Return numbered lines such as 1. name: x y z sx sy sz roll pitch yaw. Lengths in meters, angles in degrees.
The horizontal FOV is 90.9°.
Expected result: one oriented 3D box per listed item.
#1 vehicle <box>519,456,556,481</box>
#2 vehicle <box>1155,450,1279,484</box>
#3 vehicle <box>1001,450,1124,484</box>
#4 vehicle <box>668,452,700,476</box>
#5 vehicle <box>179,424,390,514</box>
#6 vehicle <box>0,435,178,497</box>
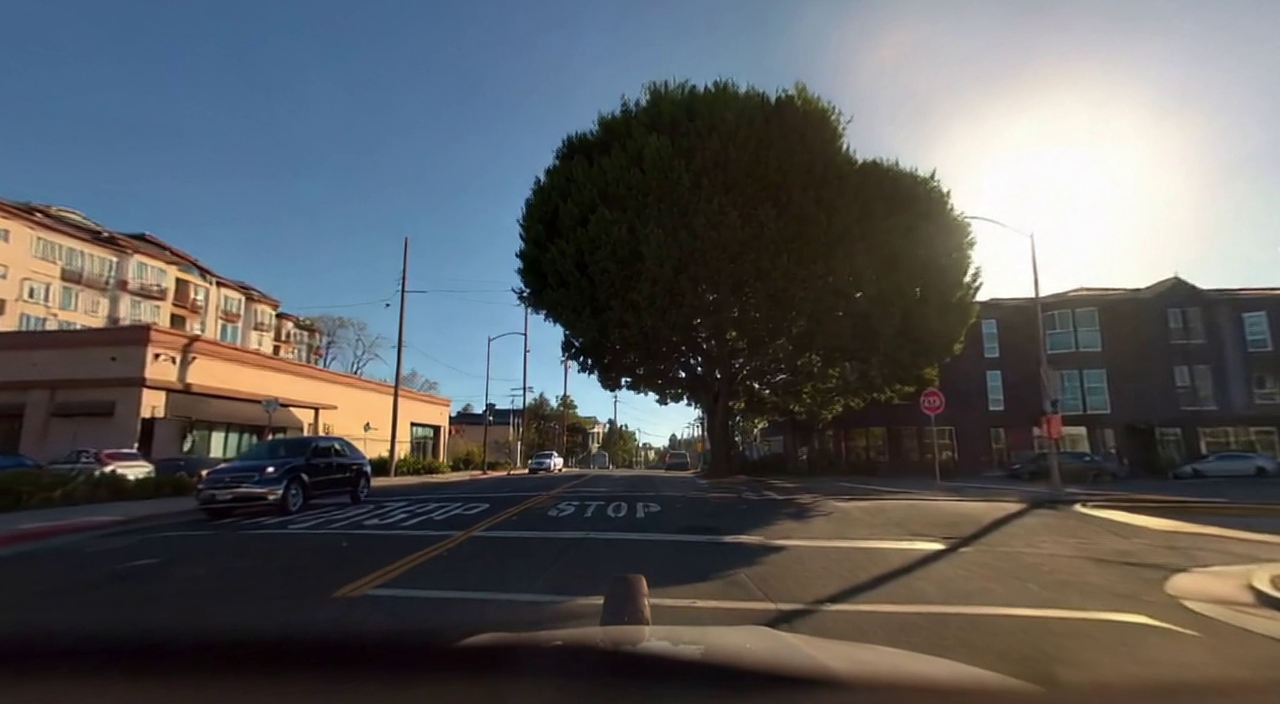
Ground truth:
1. vehicle: -7.294 8.290 45.147 1.904 1.475 3.784 0 -6 2
2. vehicle: 27.805 5.505 30.304 4.323 1.507 1.896 0 -8 1
3. vehicle: 20.312 5.518 30.420 4.528 1.458 1.939 0 -7 0
4. vehicle: 2.841 7.356 41.637 1.851 1.471 4.372 0 -8 0
5. vehicle: -7.504 2.572 14.092 2.156 1.620 4.945 1 -10 -5
6. vehicle: -16.331 3.191 17.968 2.010 1.583 4.582 -7 -11 39
